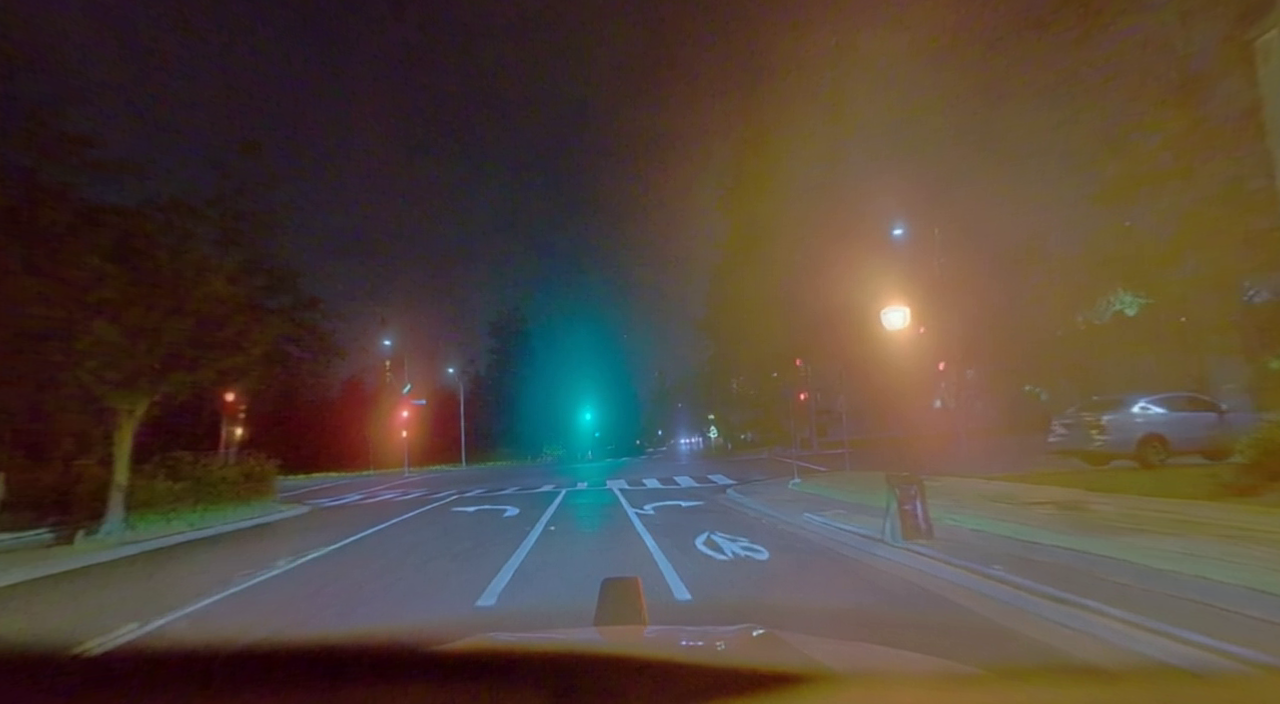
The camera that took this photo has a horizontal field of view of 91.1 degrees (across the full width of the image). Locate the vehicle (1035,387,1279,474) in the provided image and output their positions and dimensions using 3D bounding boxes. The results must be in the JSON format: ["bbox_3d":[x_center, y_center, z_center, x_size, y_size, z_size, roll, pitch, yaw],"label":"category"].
[{"bbox_3d":[12.410,1.912,14.930,4.562,1.850,2.130,1,-9,-3],"label":"vehicle"}]
